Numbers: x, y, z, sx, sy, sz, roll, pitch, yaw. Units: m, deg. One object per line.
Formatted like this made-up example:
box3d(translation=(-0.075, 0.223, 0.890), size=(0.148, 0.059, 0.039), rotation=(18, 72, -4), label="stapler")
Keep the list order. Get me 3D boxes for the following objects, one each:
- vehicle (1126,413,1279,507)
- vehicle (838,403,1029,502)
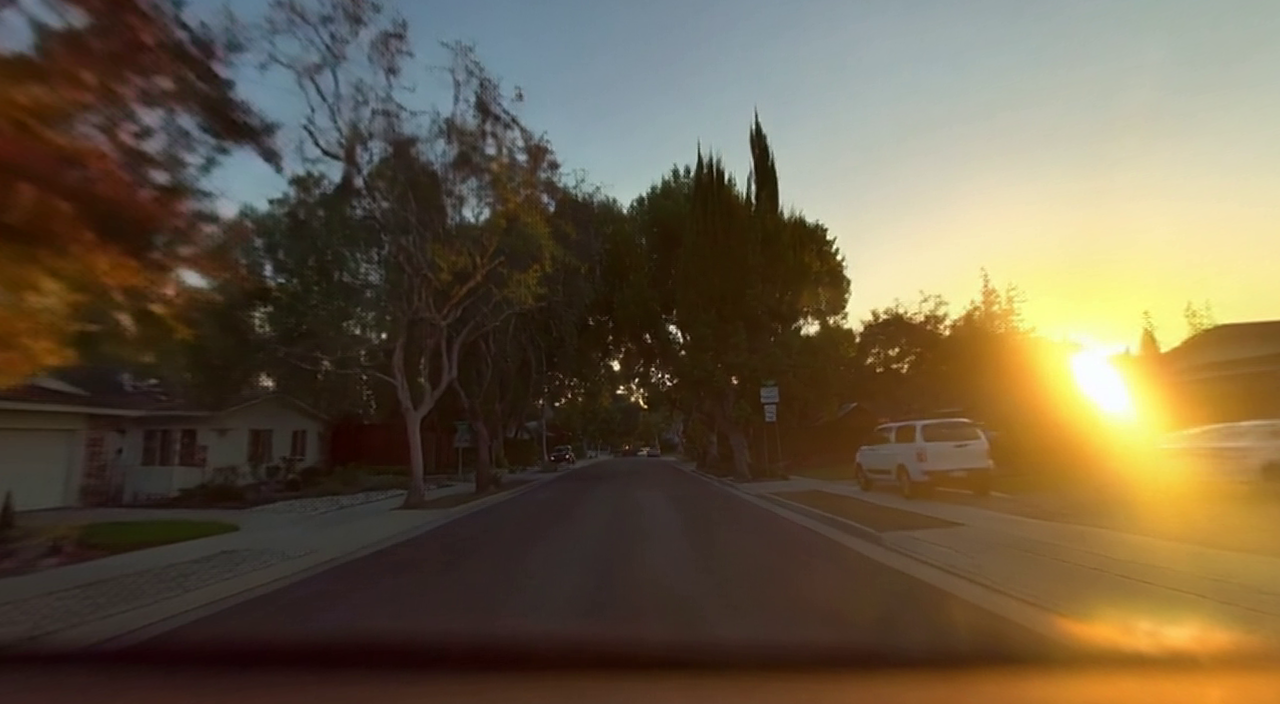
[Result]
box3d(translation=(11.594, 1.888, 11.224), size=(4.300, 1.490, 1.916), rotation=(0, -9, -1), label="vehicle")
box3d(translation=(6.966, 2.487, 15.794), size=(2.233, 1.923, 4.848), rotation=(-4, -9, -1), label="vehicle")
